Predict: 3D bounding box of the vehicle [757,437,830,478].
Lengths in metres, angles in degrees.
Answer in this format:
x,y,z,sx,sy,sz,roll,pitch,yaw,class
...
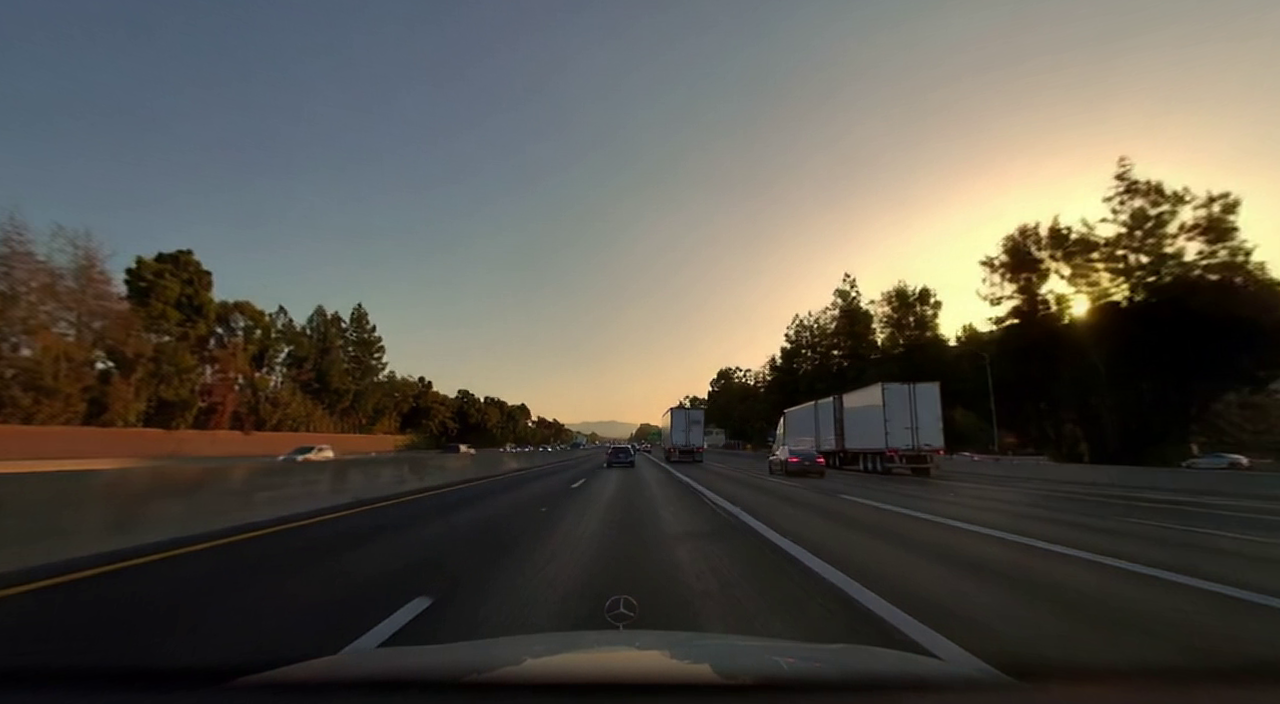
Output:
x,y,z,sx,sy,sz,roll,pitch,yaw,class
6.736,4.698,28.259,2.154,1.658,4.347,0,-9,-1,vehicle

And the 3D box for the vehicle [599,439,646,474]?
x,y,z,sx,sy,sz,roll,pitch,yaw,class
-0.836,5.111,31.038,2.163,1.551,4.180,0,-9,-1,vehicle

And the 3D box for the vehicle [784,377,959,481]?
x,y,z,sx,sy,sz,roll,pitch,yaw,class
11.253,4.373,34.055,2.898,4.171,17.188,0,-9,0,vehicle

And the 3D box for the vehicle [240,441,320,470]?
x,y,z,sx,sy,sz,roll,pitch,yaw,class
-20.316,5.855,35.859,1.925,1.548,4.544,0,-9,-1,vehicle

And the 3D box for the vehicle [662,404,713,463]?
x,y,z,sx,sy,sz,roll,pitch,yaw,class
3.488,6.482,49.512,2.999,4.127,10.526,0,-9,-1,vehicle
